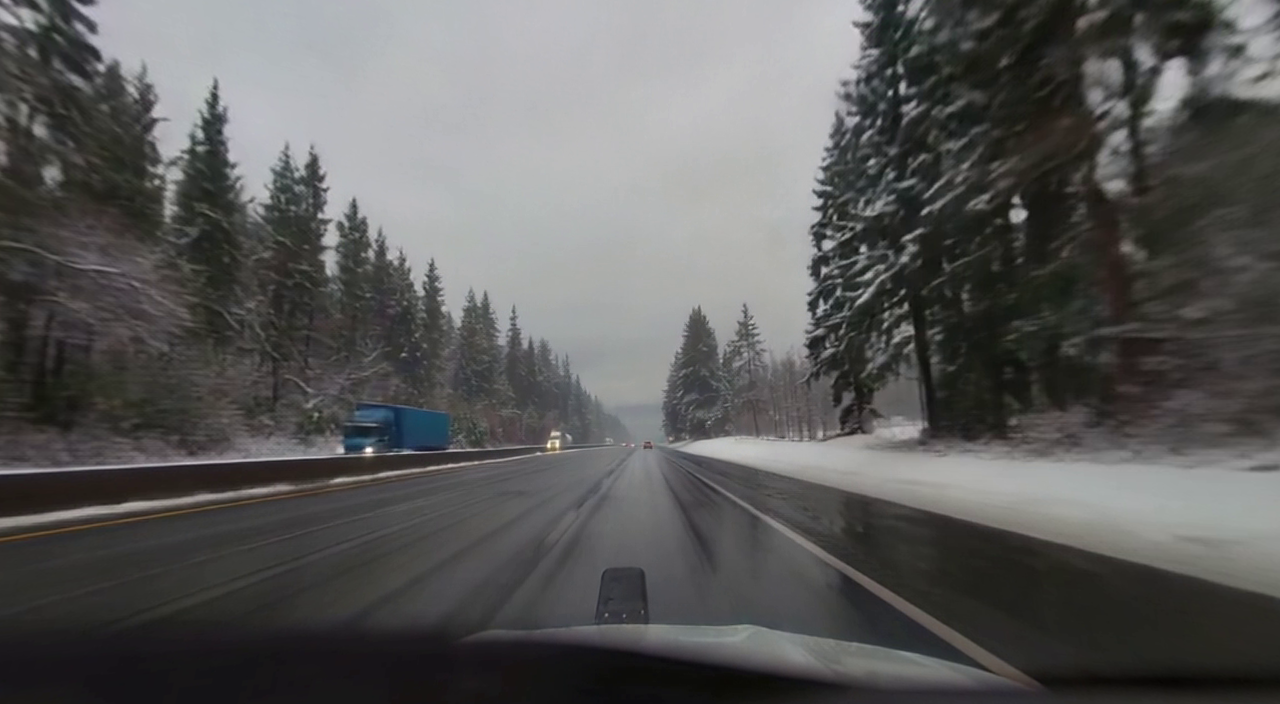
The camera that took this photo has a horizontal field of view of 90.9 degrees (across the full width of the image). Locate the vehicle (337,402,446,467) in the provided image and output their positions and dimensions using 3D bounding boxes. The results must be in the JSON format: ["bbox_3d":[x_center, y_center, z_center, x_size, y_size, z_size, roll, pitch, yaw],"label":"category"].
[{"bbox_3d":[-16.984,5.901,44.338,2.939,3.962,11.102,0,-8,1],"label":"vehicle"}]
